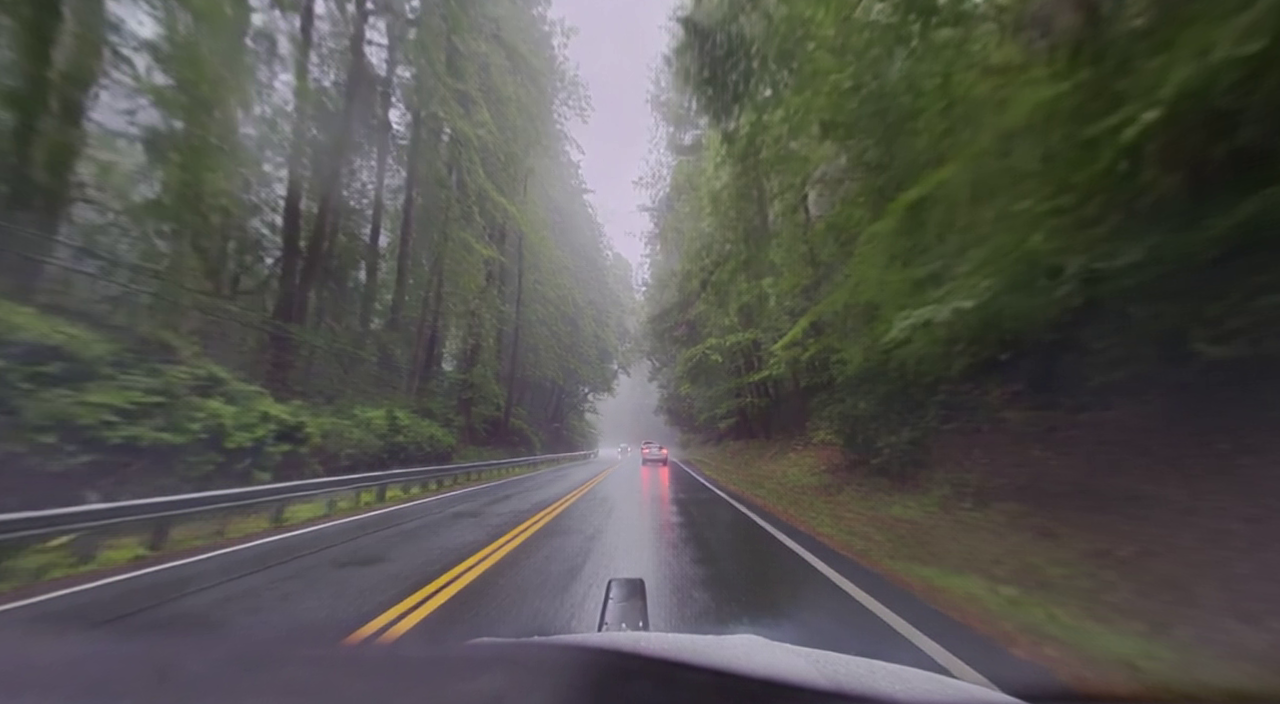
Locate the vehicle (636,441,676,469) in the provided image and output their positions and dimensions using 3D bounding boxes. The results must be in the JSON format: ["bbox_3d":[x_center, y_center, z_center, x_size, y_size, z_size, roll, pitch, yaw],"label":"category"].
[{"bbox_3d":[0.871,5.804,35.715,2.120,1.491,4.349,0,-8,1],"label":"vehicle"}]
